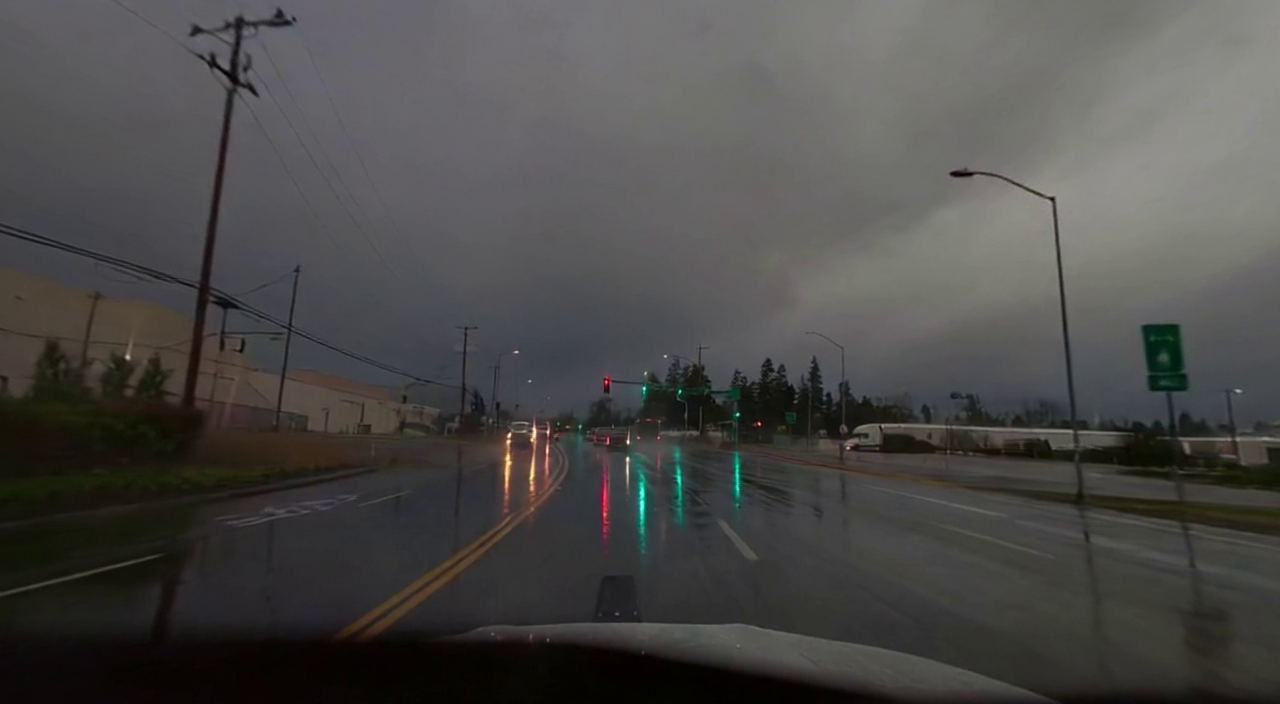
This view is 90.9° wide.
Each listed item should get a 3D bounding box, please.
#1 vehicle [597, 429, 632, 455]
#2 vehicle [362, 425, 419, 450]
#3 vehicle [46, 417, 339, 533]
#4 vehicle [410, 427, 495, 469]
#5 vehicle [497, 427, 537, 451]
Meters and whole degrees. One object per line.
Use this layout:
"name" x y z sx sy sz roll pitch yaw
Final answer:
"vehicle" -1.560 5.563 39.012 2.060 1.491 3.873 0 -8 -2
"vehicle" -16.056 5.494 40.448 2.032 1.536 4.158 7 -10 -40
"vehicle" -6.778 1.870 10.211 1.847 1.501 3.942 0 -8 0
"vehicle" -7.177 3.713 24.590 2.028 1.495 4.532 0 -8 -2
"vehicle" -8.294 5.919 42.828 1.966 1.506 4.417 0 -8 -3
